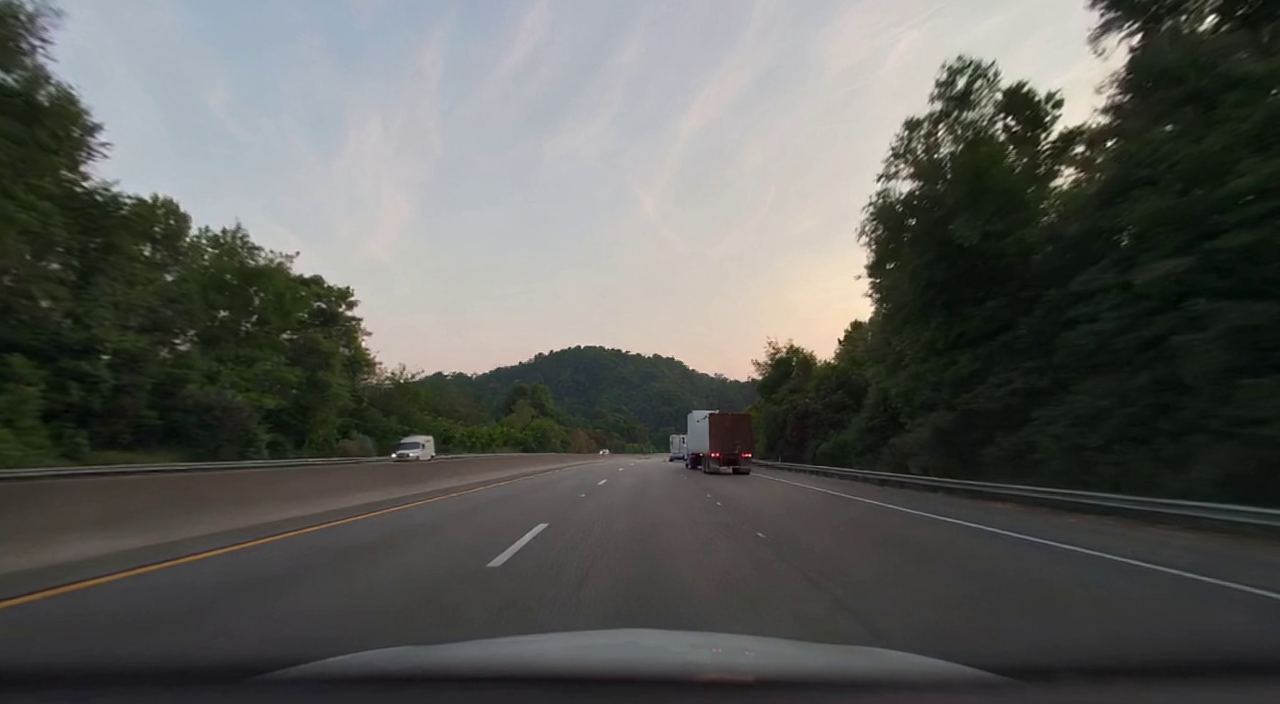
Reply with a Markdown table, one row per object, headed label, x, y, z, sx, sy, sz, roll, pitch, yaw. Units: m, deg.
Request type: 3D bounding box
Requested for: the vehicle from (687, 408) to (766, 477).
| label | x | y | z | sx | sy | sz | roll | pitch | yaw |
| --- | --- | --- | --- | --- | --- | --- | --- | --- | --- |
| vehicle | 4.834 | 5.606 | 38.549 | 2.868 | 3.427 | 14.032 | 0 | -9 | 0 |
